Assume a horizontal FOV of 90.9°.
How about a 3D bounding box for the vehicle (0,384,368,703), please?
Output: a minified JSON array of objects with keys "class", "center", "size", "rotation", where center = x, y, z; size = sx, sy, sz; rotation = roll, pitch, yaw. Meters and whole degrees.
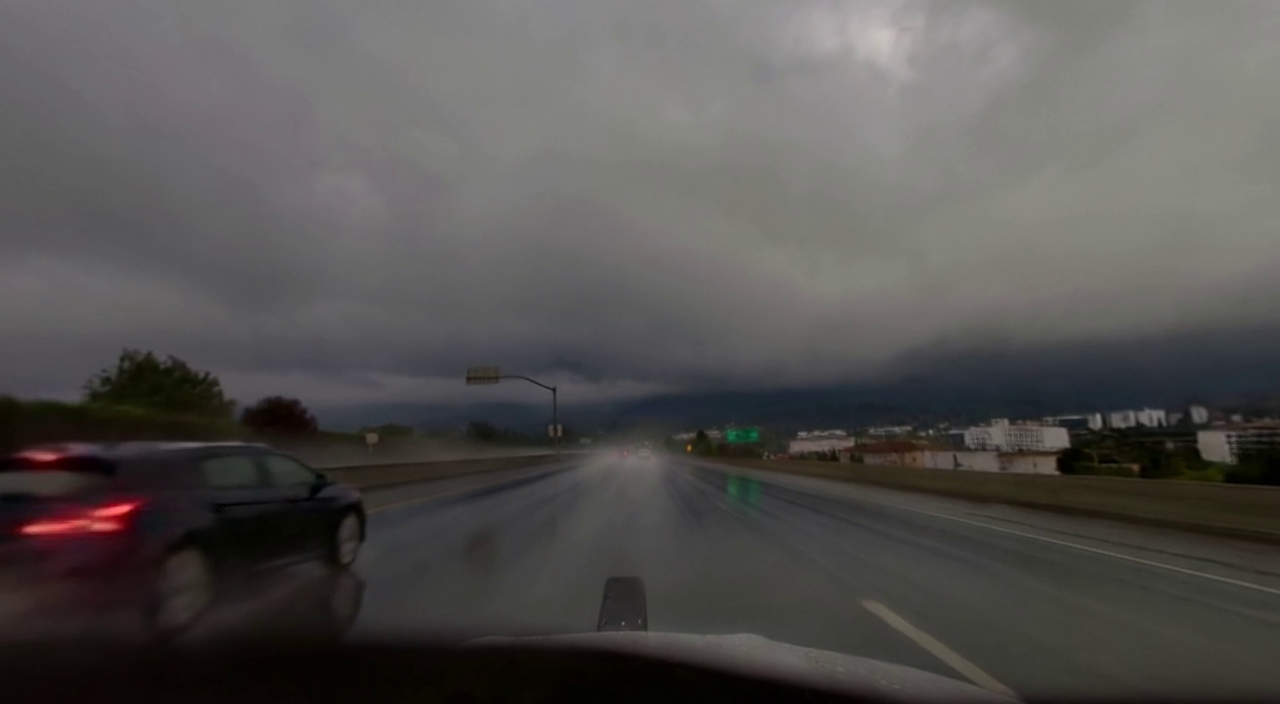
[{"class":"vehicle","center":[-3.903,1.216,4.644],"size":[1.965,1.556,3.971],"rotation":[0,-9,1]}]
